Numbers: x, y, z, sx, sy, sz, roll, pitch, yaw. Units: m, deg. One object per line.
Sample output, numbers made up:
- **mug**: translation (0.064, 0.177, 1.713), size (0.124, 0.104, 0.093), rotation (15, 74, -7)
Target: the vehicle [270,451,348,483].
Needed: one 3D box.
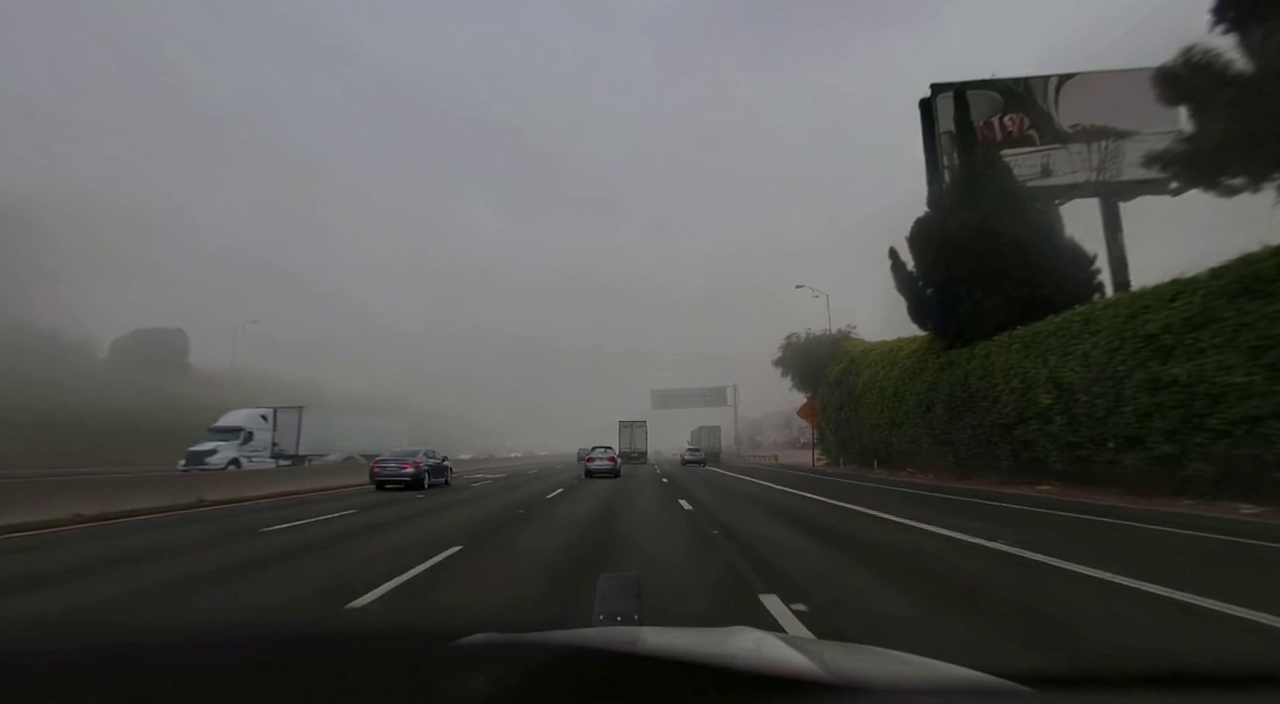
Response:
- **vehicle**: translation (-16.552, 5.746, 31.896), size (1.801, 1.429, 3.939), rotation (0, -9, 0)

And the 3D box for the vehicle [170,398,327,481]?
- **vehicle**: translation (-20.816, 4.810, 34.475), size (3.029, 3.918, 8.325), rotation (0, -9, 1)

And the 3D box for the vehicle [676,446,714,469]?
- **vehicle**: translation (3.682, 7.132, 42.959), size (2.015, 1.462, 4.691), rotation (0, -9, -2)

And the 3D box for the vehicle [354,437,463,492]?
- **vehicle**: translation (-8.034, 3.945, 22.499), size (2.129, 1.717, 4.593), rotation (0, -9, 0)

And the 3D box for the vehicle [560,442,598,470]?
- **vehicle**: translation (-4.205, 7.248, 44.330), size (2.167, 1.780, 4.847), rotation (0, -9, 0)

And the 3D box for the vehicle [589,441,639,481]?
- **vehicle**: translation (-1.222, 4.948, 28.999), size (2.132, 1.679, 4.045), rotation (0, -9, -3)
